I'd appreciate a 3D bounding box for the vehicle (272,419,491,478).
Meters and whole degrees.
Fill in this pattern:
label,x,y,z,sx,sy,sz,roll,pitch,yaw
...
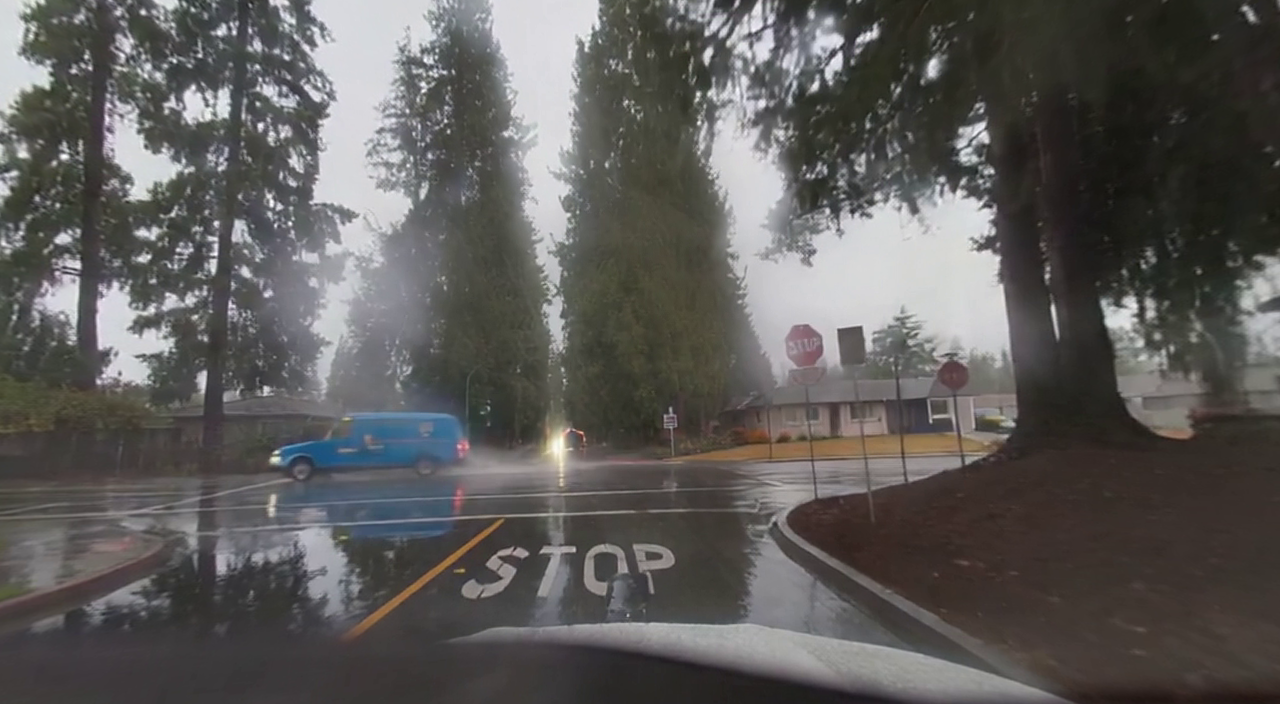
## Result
label,x,y,z,sx,sy,sz,roll,pitch,yaw
vehicle,-9.063,3.469,22.873,6.877,1.941,2.405,1,-8,-8
